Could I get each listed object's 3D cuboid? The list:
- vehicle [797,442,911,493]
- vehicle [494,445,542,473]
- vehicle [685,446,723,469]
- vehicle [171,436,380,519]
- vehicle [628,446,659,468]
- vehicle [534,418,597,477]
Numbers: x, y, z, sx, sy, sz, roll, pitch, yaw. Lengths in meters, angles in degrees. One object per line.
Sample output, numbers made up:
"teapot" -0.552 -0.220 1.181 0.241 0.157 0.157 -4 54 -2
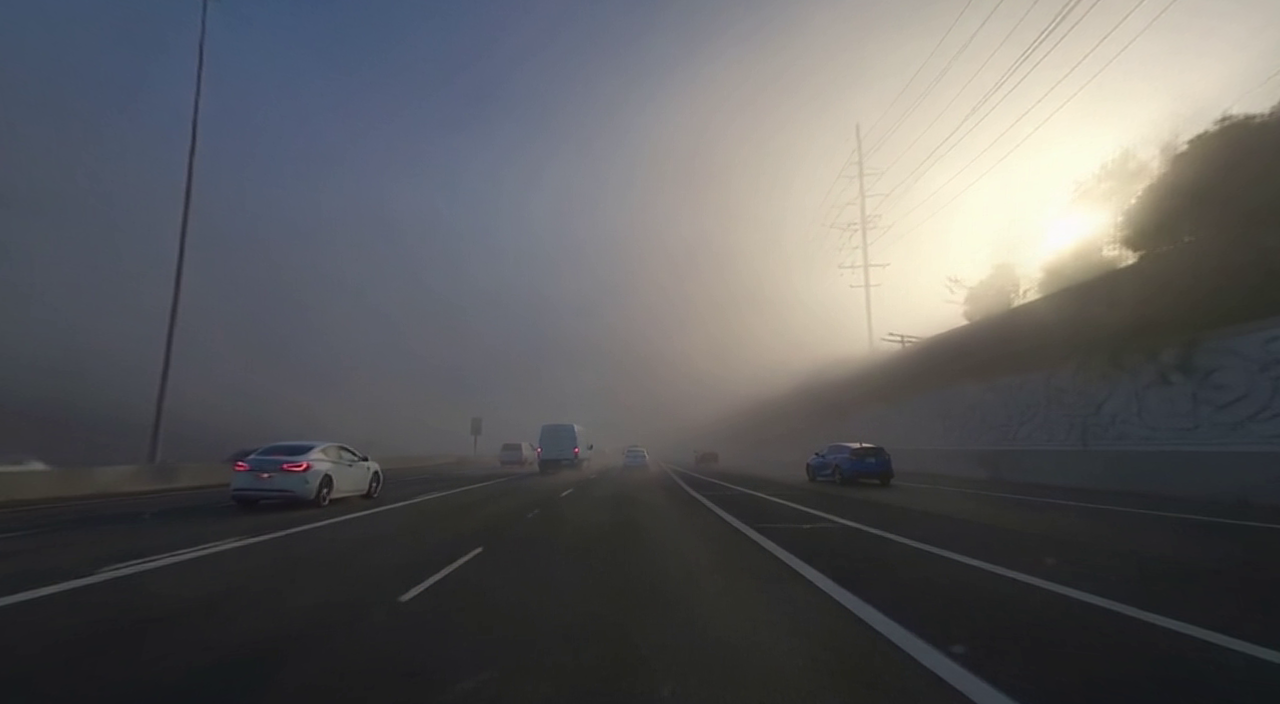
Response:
"vehicle" 6.891 3.740 20.827 2.052 1.470 4.364 0 -9 -3
"vehicle" -7.141 6.290 37.271 1.944 1.490 4.442 0 -9 1
"vehicle" 4.554 7.609 45.614 2.095 1.504 4.536 0 -9 -2
"vehicle" -7.694 2.672 13.953 1.967 1.525 4.458 0 -9 0
"vehicle" 0.191 7.556 45.422 2.084 1.492 4.137 0 -9 -2
"vehicle" -3.603 4.837 31.851 2.395 2.660 5.827 0 -9 1
